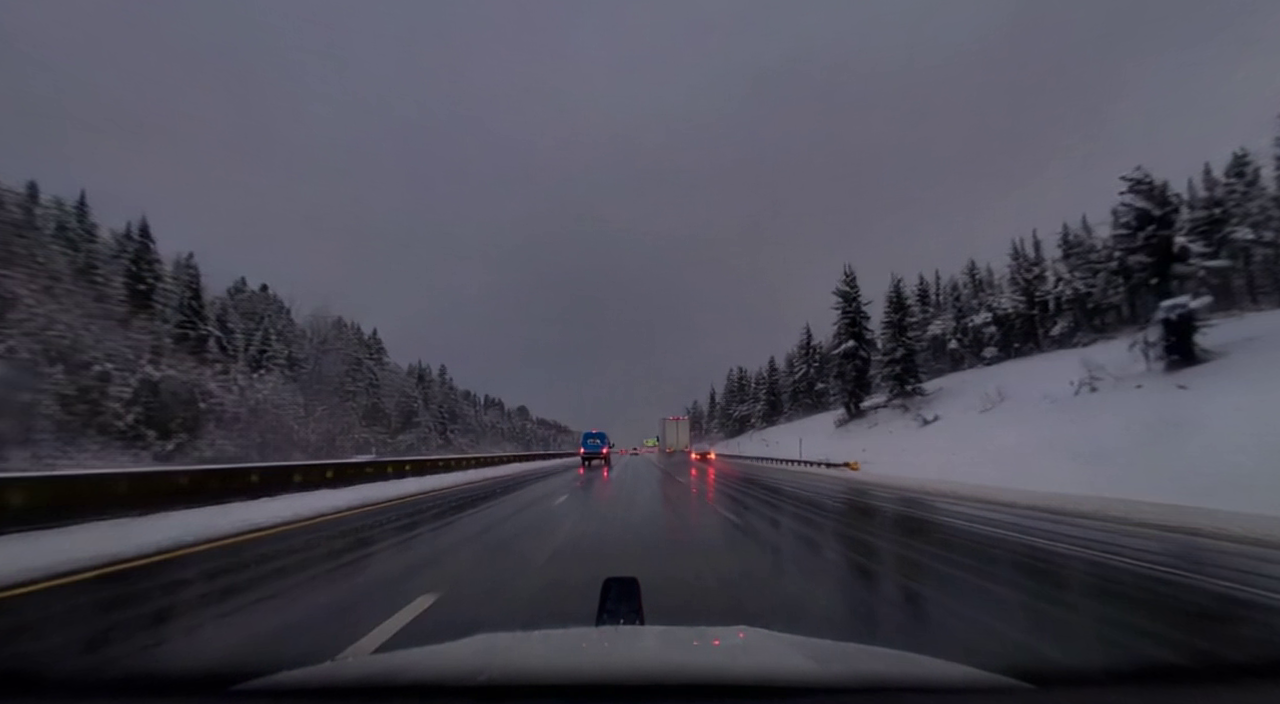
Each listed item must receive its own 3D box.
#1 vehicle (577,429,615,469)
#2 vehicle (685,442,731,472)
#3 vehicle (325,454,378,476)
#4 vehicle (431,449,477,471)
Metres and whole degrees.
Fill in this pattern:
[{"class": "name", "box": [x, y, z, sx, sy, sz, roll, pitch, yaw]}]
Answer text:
[{"class": "vehicle", "box": [-3.095, 7.074, 46.073, 2.380, 2.648, 6.879, 0, -9, -1]}, {"class": "vehicle", "box": [3.900, 6.119, 37.013, 2.066, 1.638, 4.158, 0, -9, -2]}, {"class": "vehicle", "box": [-20.698, 8.142, 45.467, 1.805, 1.454, 4.182, 0, -9, 1]}, {"class": "vehicle", "box": [-13.022, 7.582, 44.440, 1.931, 1.484, 4.452, 0, -9, 0]}]
